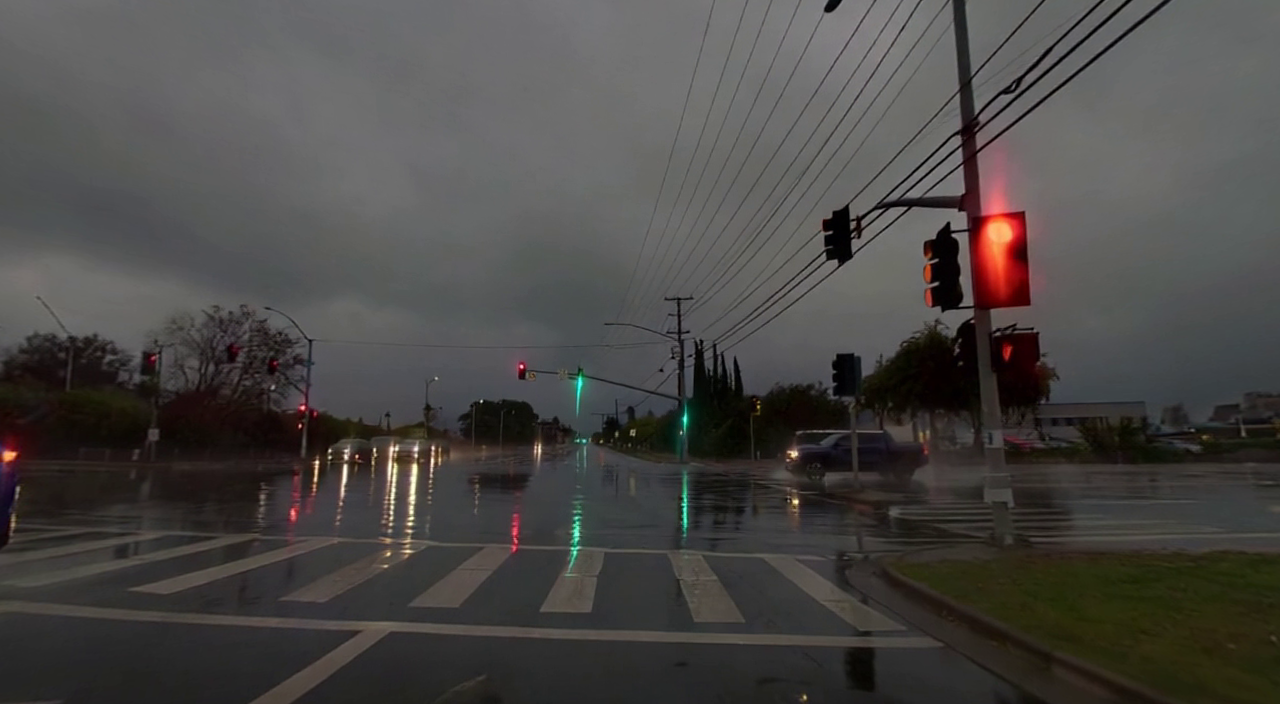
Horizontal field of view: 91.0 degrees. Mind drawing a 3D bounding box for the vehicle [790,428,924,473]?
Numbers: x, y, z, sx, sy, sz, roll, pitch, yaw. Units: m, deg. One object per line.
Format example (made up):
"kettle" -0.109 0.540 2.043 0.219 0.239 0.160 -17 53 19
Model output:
"vehicle" 8.705 4.020 25.724 4.884 1.714 2.021 -2 -9 12
